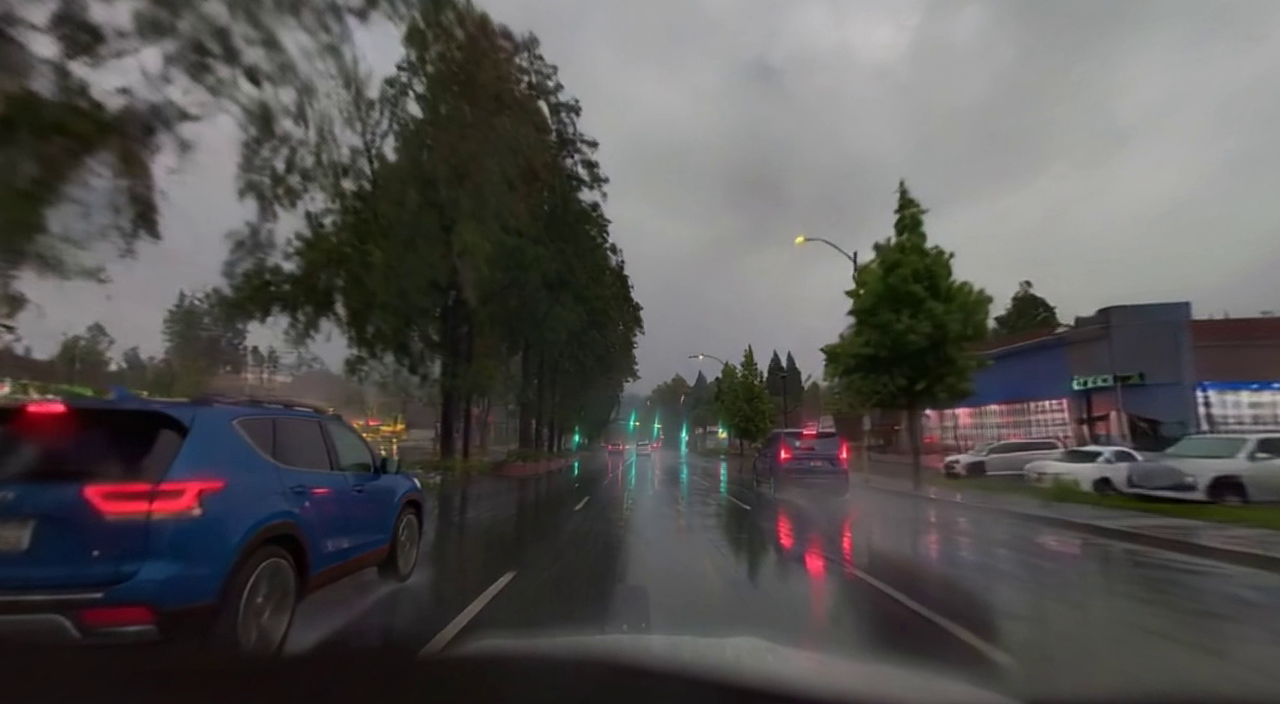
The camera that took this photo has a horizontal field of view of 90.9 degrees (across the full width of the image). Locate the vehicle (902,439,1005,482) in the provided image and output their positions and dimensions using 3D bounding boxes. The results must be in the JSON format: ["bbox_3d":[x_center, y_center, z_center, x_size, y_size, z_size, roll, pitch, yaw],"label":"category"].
[{"bbox_3d":[13.549,4.695,27.635,1.880,1.671,5.180,0,-8,0],"label":"vehicle"}]

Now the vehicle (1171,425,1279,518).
[{"bbox_3d":[12.161,2.101,11.038,1.781,1.615,4.095,1,-9,-8],"label":"vehicle"}]

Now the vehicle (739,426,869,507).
[{"bbox_3d":[3.962,2.846,16.097,2.024,1.773,4.431,0,-8,-1],"label":"vehicle"}]

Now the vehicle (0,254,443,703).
[{"bbox_3d":[-3.269,0.970,4.409,2.210,1.925,4.838,0,-8,0],"label":"vehicle"}]

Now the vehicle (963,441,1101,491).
[{"bbox_3d":[13.539,3.929,22.193,1.845,1.497,4.709,-2,-8,1],"label":"vehicle"}]

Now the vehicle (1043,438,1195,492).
[{"bbox_3d":[16.339,3.832,21.818,1.896,1.661,4.166,0,-8,-1],"label":"vehicle"}]
